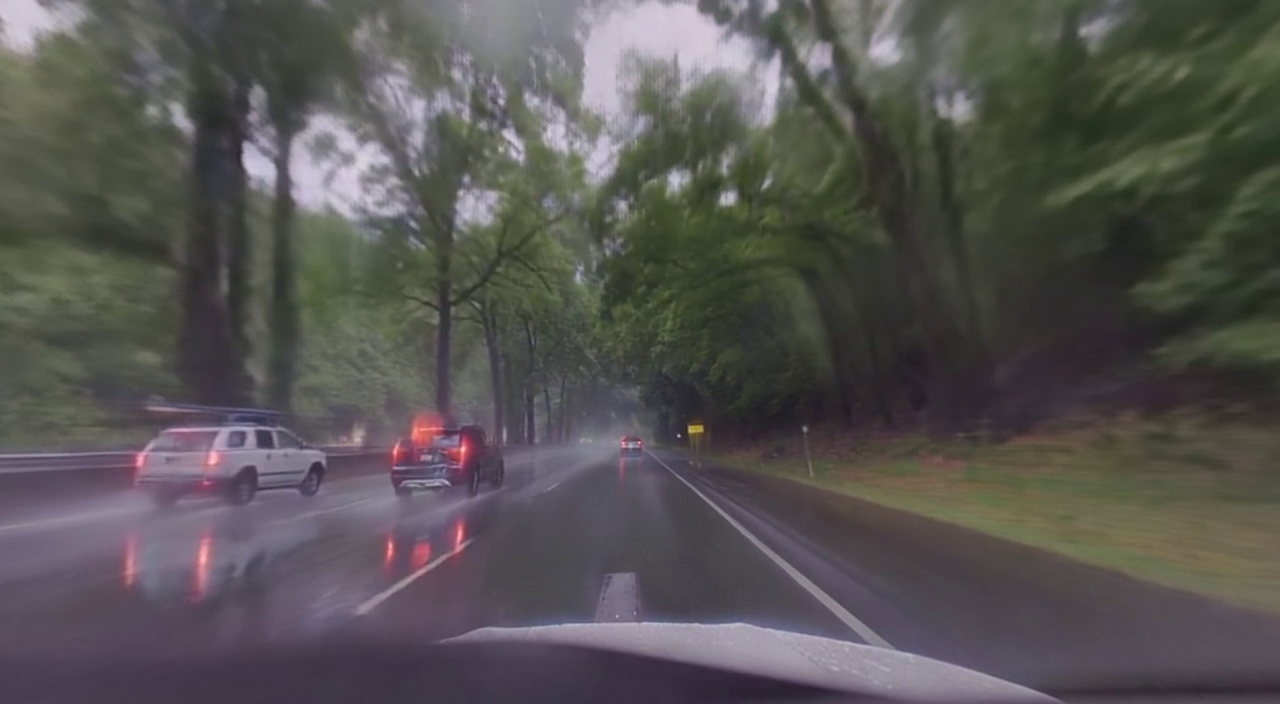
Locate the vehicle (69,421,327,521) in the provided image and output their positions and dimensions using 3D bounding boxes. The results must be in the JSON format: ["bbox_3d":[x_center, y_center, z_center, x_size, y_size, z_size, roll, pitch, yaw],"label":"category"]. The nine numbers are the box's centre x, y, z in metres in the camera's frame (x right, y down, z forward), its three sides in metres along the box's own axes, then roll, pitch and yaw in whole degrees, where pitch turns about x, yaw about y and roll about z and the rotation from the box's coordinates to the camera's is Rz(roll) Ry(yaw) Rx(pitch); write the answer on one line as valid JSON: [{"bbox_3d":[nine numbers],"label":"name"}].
[{"bbox_3d":[-7.946,2.137,11.915,2.000,1.552,3.946,0,-8,0],"label":"vehicle"}]

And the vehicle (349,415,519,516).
[{"bbox_3d":[-3.814,2.153,12.543,2.034,1.675,4.080,0,-8,-1],"label":"vehicle"}]
